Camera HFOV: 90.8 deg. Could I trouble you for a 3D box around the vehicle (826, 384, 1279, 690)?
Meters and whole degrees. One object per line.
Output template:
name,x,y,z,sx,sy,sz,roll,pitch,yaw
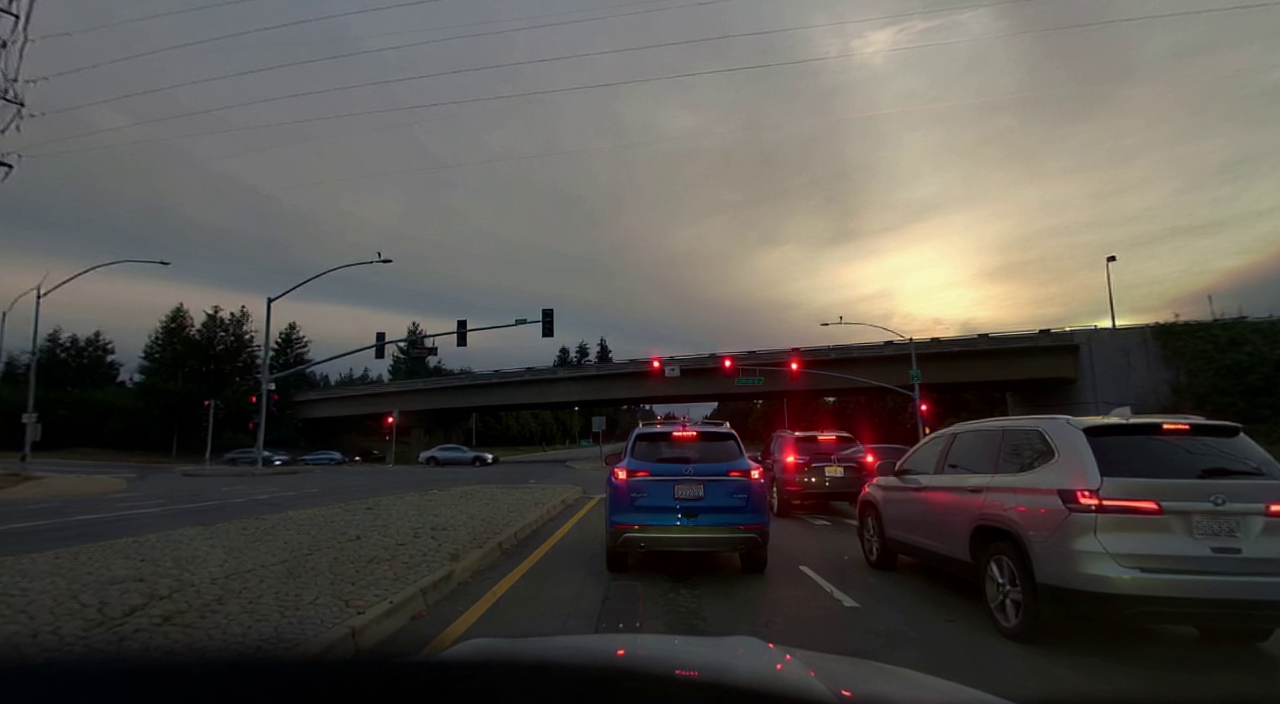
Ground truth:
vehicle,3.401,1.344,5.809,1.990,1.649,4.625,0,-8,0

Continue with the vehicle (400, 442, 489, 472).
vehicle,-11.951,6.455,38.880,4.673,1.740,2.174,-1,-8,5

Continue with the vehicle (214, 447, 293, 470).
vehicle,-25.787,7.091,42.142,4.411,1.466,1.998,-3,-9,18

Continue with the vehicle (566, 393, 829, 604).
vehicle,0.432,1.562,7.625,2.240,1.778,4.335,0,-8,-2
